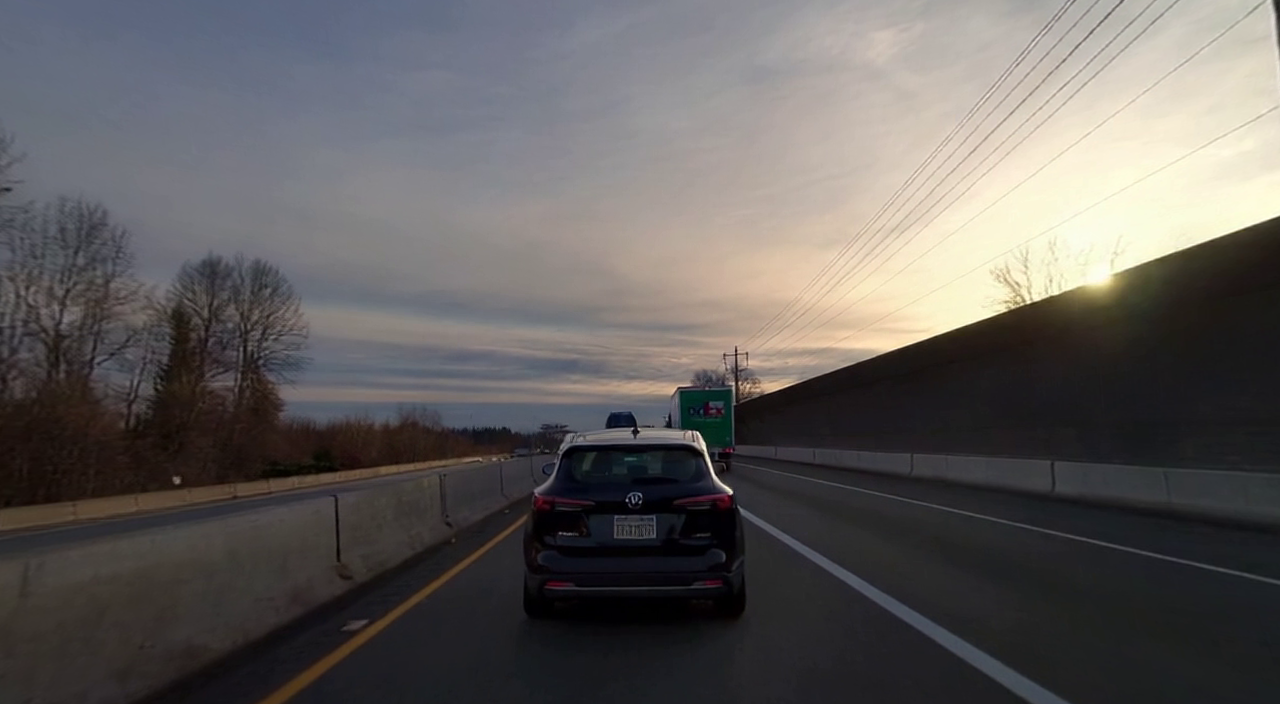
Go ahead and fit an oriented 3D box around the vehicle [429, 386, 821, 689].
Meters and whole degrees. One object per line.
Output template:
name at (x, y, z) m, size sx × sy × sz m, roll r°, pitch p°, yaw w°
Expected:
vehicle at (-0.134, 1.243, 5.355) m, size 2.062 × 1.581 × 3.914 m, roll 0°, pitch -8°, yaw -2°
